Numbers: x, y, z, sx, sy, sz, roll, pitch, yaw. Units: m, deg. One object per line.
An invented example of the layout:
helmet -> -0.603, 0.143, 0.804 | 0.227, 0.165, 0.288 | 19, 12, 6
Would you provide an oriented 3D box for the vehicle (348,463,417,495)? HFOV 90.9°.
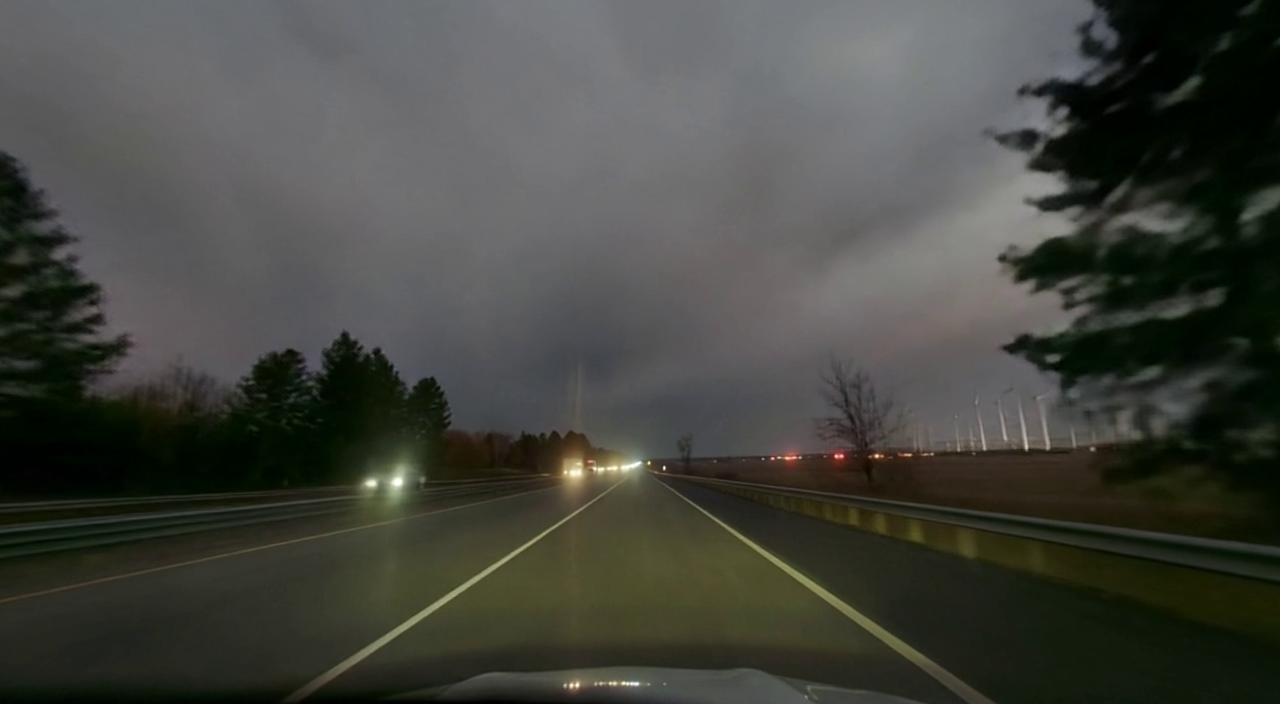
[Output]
vehicle -> -15.687, 7.737, 38.687 | 1.990, 1.777, 5.101 | 0, -10, 1
